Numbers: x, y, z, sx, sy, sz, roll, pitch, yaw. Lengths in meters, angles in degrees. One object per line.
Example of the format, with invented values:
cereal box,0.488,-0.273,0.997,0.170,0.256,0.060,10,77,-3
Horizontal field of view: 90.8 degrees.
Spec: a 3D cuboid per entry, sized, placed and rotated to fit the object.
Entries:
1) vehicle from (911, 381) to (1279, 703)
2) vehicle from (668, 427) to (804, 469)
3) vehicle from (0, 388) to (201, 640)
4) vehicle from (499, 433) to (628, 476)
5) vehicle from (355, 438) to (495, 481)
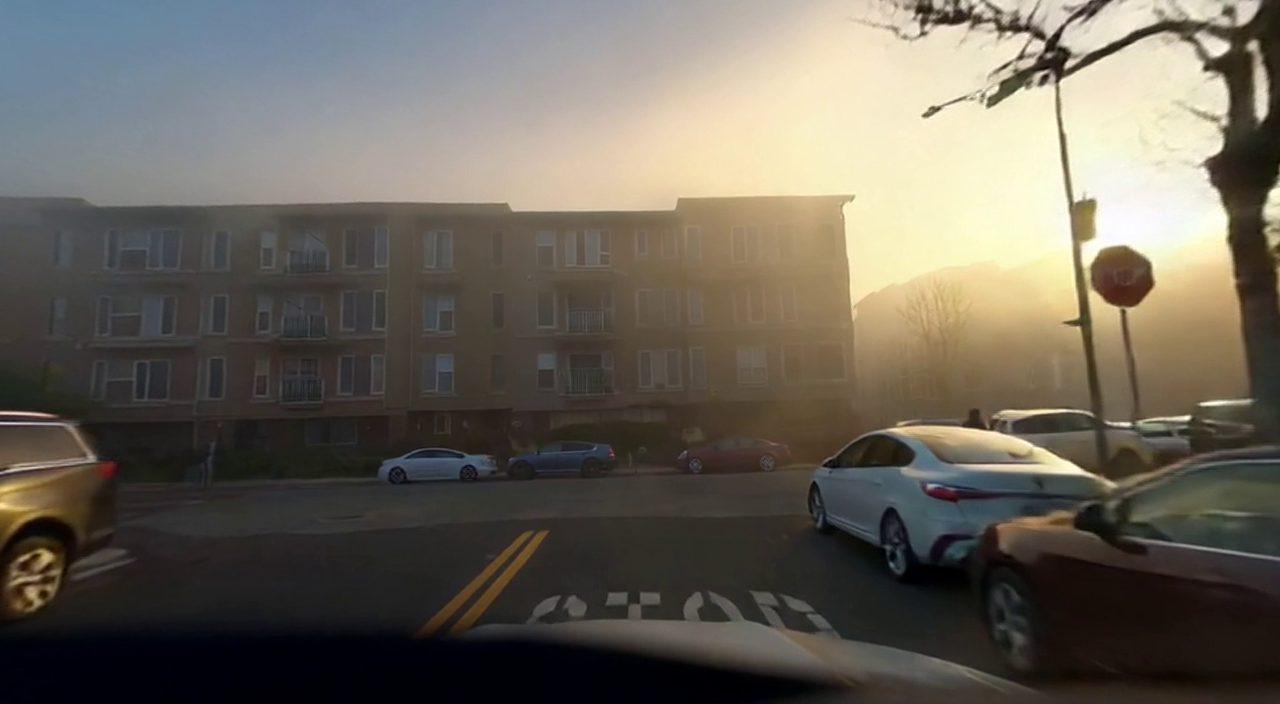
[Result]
vehicle,3.143,0.878,2.258,2.024,1.503,4.565,1,-8,-5
vehicle,3.475,3.575,23.496,4.681,1.480,1.817,1,-8,-3
vehicle,-5.922,1.131,4.077,2.208,1.903,6.040,1,-8,-4
vehicle,-2.744,3.755,23.260,4.489,1.470,1.776,1,-8,-4
vehicle,-7.672,3.878,22.897,4.423,1.449,1.813,1,-8,-5
